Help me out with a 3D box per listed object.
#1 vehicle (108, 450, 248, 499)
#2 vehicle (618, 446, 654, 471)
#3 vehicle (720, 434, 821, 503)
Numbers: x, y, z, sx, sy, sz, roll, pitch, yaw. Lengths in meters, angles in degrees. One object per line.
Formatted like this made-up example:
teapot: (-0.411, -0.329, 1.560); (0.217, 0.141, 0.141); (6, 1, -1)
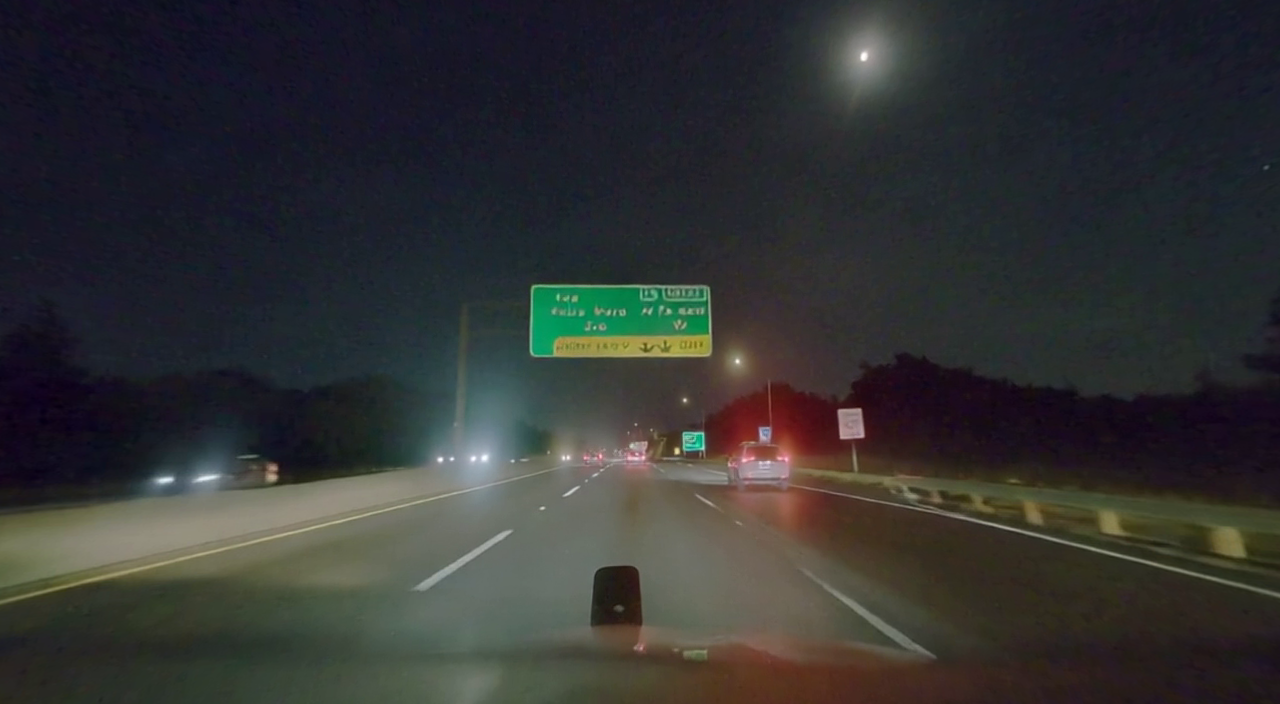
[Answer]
vehicle: (-17.475, 4.618, 24.064); (1.989, 1.664, 4.719); (0, -9, -3)
vehicle: (-0.235, 7.157, 42.213); (1.969, 1.595, 3.964); (-2, -9, 6)
vehicle: (3.501, 3.220, 17.717); (2.143, 1.667, 4.221); (-1, -9, 3)
